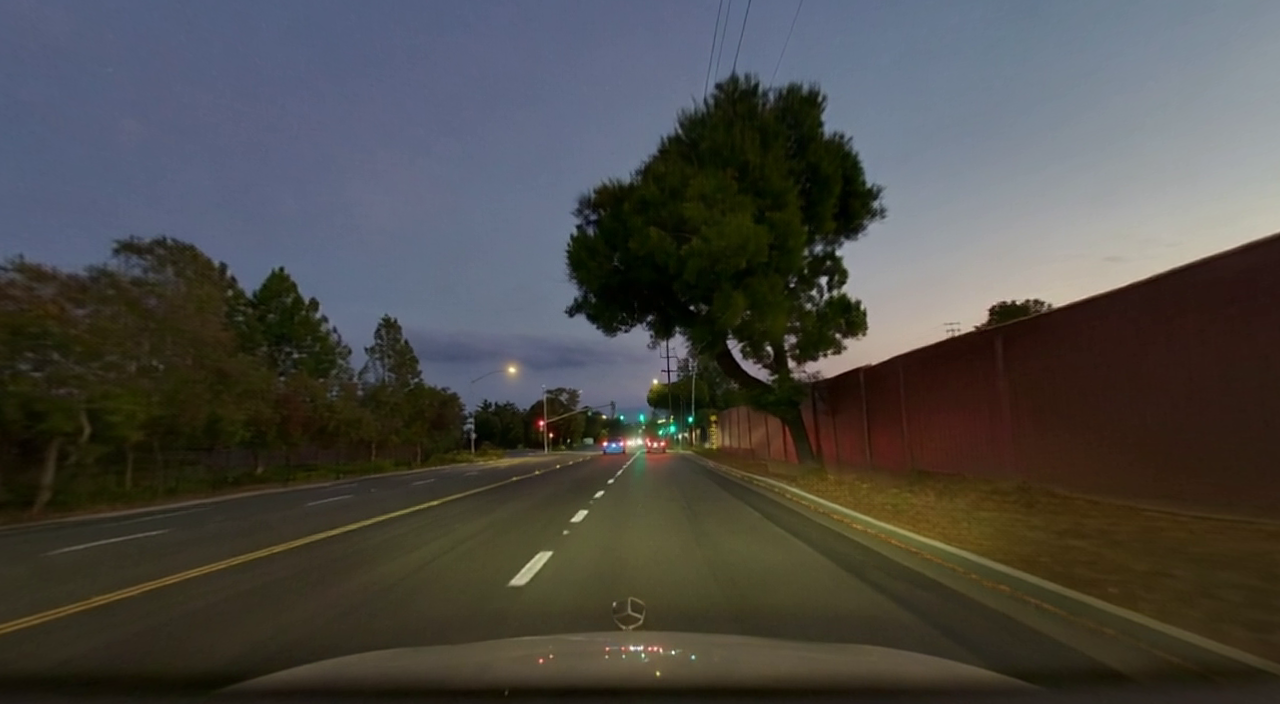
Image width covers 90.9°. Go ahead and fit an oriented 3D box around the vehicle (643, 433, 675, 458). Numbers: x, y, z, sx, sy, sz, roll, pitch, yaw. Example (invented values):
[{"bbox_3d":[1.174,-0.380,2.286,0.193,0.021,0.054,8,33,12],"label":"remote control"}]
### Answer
[{"bbox_3d":[1.320,6.668,44.956,2.127,1.665,3.993,0,-8,1],"label":"vehicle"}]
